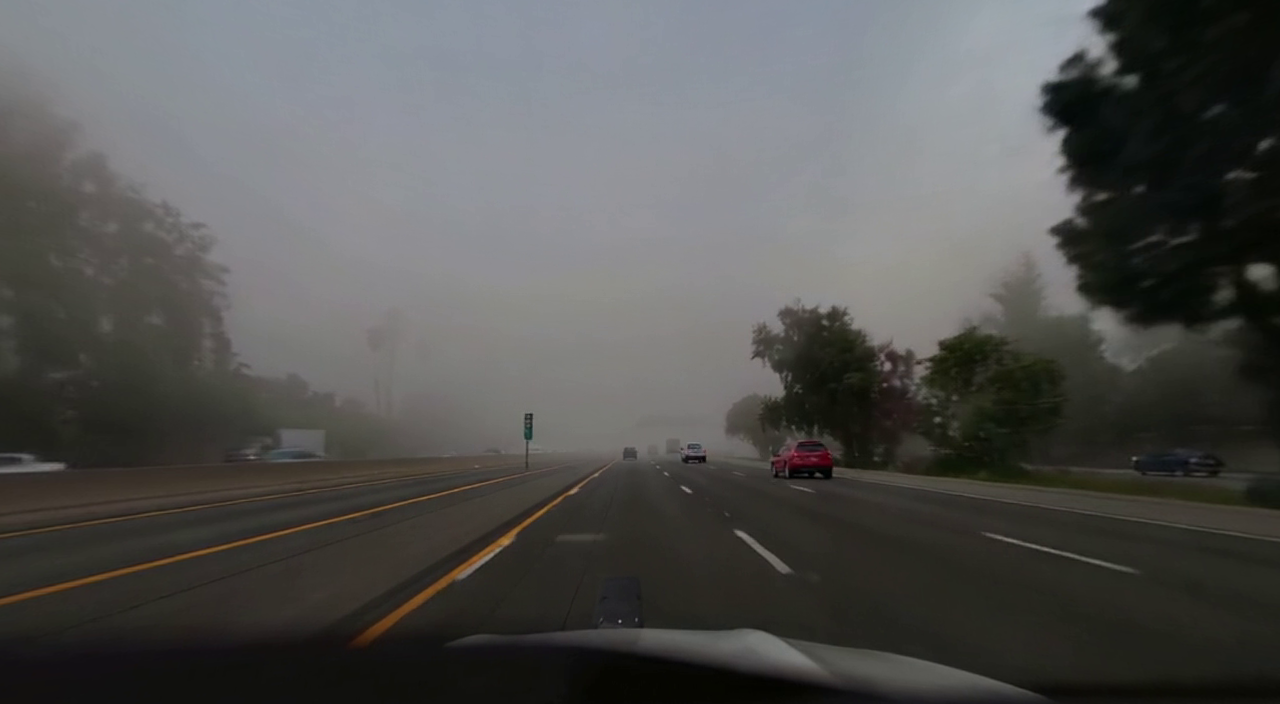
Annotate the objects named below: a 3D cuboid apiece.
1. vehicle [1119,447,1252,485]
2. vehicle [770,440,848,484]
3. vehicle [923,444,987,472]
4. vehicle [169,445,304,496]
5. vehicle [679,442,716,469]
[{"bbox_3d":[23.470,4.887,27.366,1.774,1.457,4.653,0,-9,3],"label":"vehicle"},{"bbox_3d":[6.760,4.416,25.674,1.902,1.623,4.360,0,-8,-1],"label":"vehicle"},{"bbox_3d":[20.165,6.778,40.526,1.887,1.642,4.592,0,-9,3],"label":"vehicle"},{"bbox_3d":[-15.166,4.430,24.040,2.023,1.715,4.559,0,-8,2],"label":"vehicle"},{"bbox_3d":[3.717,6.777,41.440,2.035,1.704,3.867,0,-8,-1],"label":"vehicle"}]
